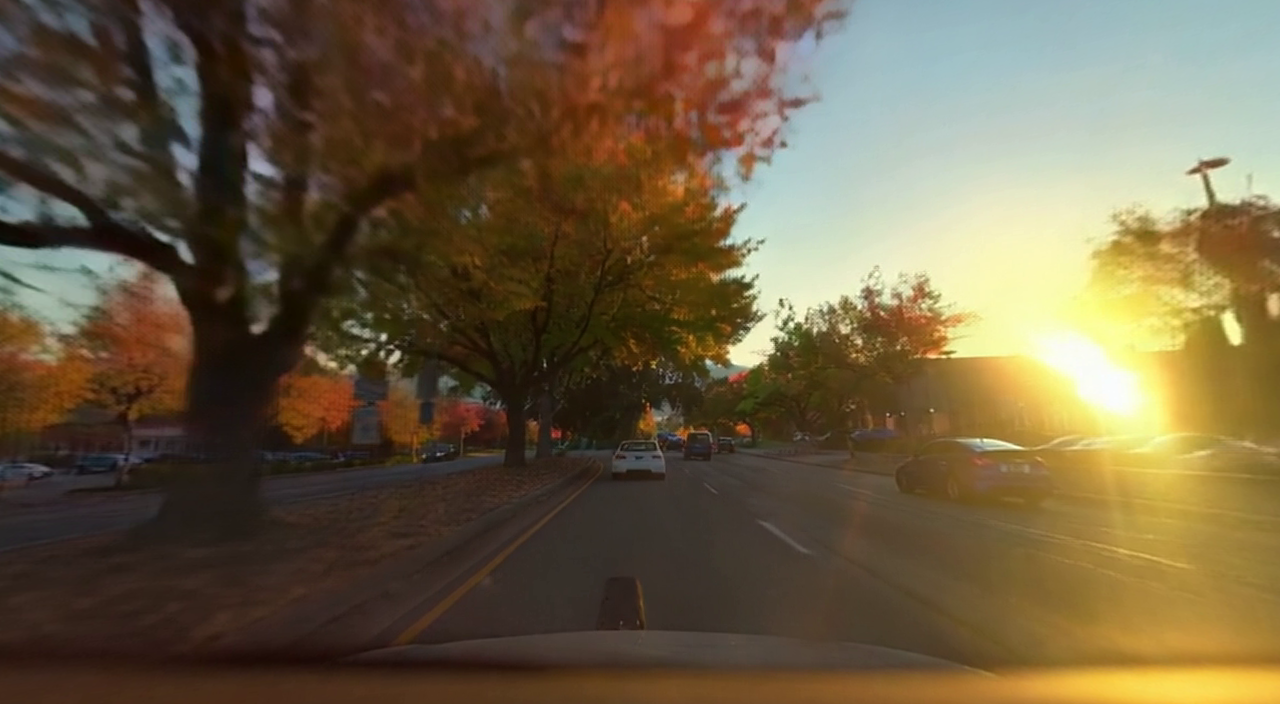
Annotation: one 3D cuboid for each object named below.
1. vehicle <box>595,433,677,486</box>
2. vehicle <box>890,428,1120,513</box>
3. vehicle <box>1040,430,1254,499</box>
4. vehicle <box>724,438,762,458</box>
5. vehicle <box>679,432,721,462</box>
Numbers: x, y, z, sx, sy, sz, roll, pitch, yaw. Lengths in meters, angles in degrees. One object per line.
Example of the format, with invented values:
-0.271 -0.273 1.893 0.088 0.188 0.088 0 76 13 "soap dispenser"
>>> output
-0.152 3.341 19.897 2.289 1.471 4.477 0 -8 -1 "vehicle"
7.455 2.468 13.640 2.111 1.493 4.639 0 -8 -1 "vehicle"
14.683 3.275 18.815 2.205 1.754 4.925 0 -8 -1 "vehicle"
7.639 7.174 47.167 2.061 1.460 3.948 0 -8 -1 "vehicle"
3.735 6.051 40.236 2.188 1.760 4.297 0 -8 -1 "vehicle"
